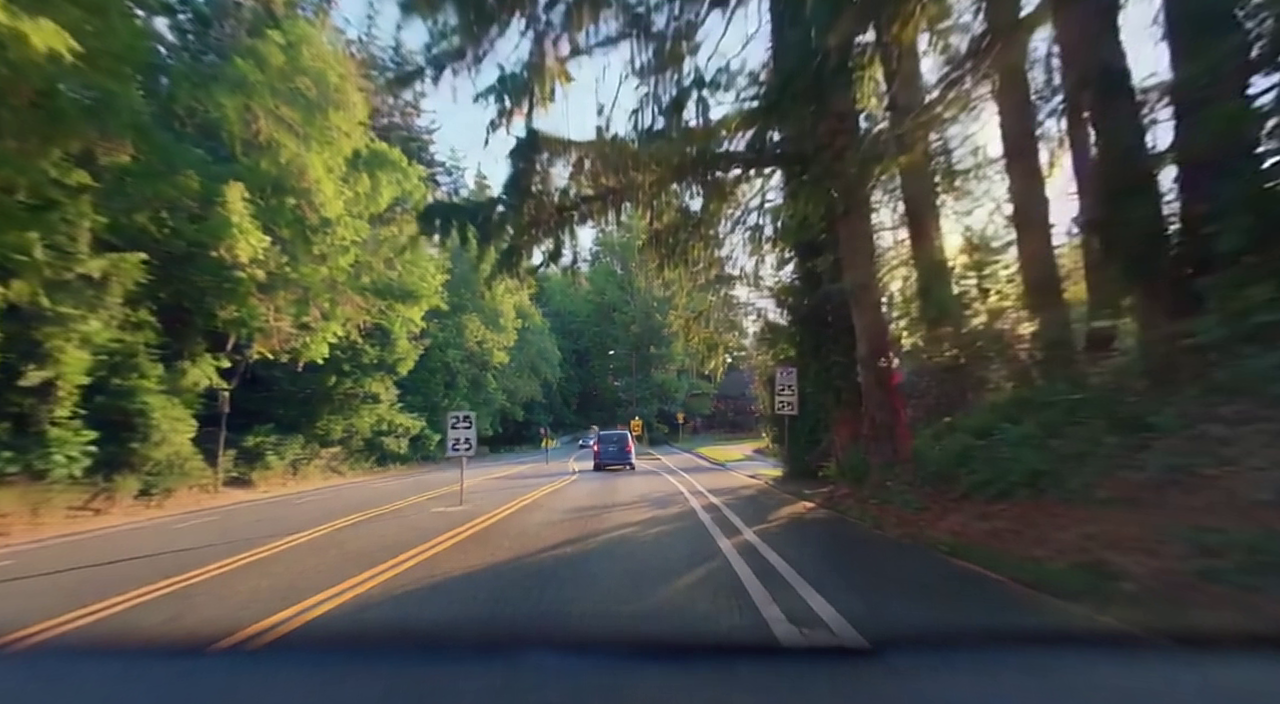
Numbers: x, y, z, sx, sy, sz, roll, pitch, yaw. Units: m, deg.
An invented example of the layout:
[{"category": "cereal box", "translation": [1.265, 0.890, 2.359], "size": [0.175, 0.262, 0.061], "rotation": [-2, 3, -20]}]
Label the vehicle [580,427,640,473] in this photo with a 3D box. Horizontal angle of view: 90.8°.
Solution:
[{"category": "vehicle", "translation": [-1.259, 3.949, 25.681], "size": [2.216, 1.708, 4.110], "rotation": [0, -8, -4]}]
